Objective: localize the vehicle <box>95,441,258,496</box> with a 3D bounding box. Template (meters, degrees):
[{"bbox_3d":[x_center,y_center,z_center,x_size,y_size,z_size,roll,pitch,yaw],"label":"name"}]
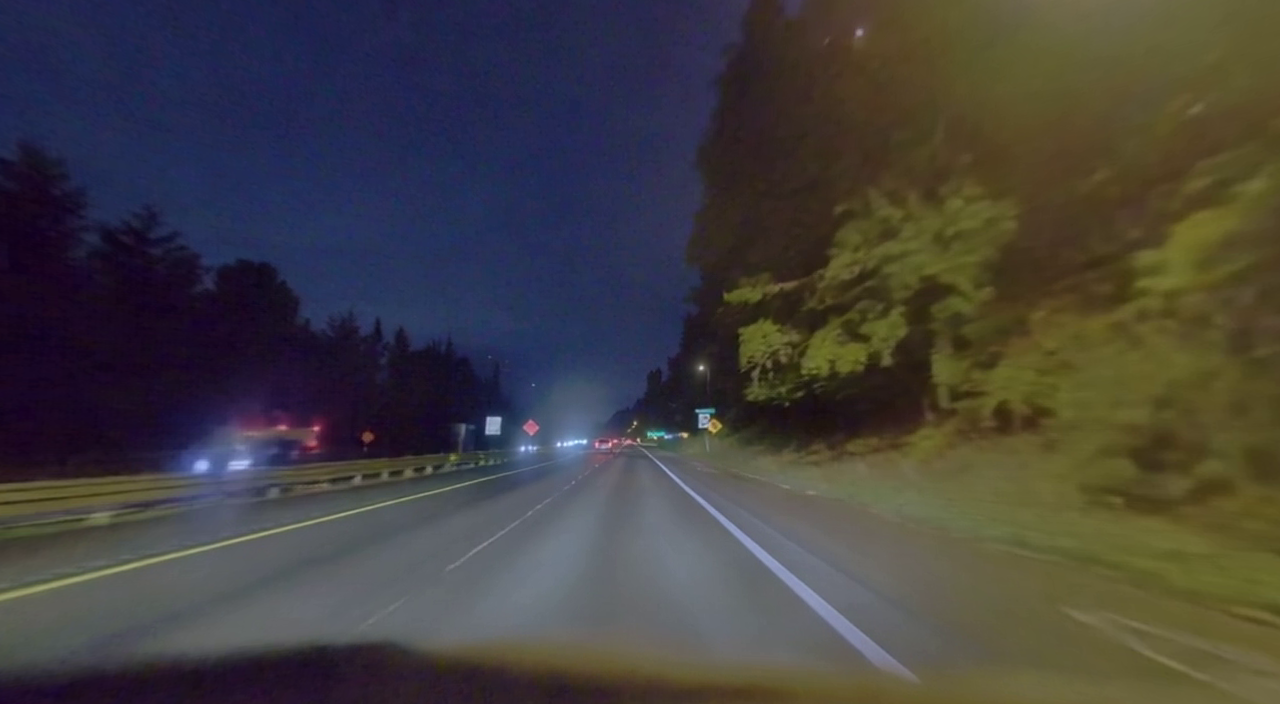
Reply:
[{"bbox_3d":[-14.865,3.715,20.588,1.900,1.558,4.499,-1,-8,0],"label":"vehicle"}]

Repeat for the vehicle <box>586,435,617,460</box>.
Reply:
[{"bbox_3d":[-2.924,7.350,48.520,2.188,1.825,4.282,-1,-8,-2],"label":"vehicle"}]
